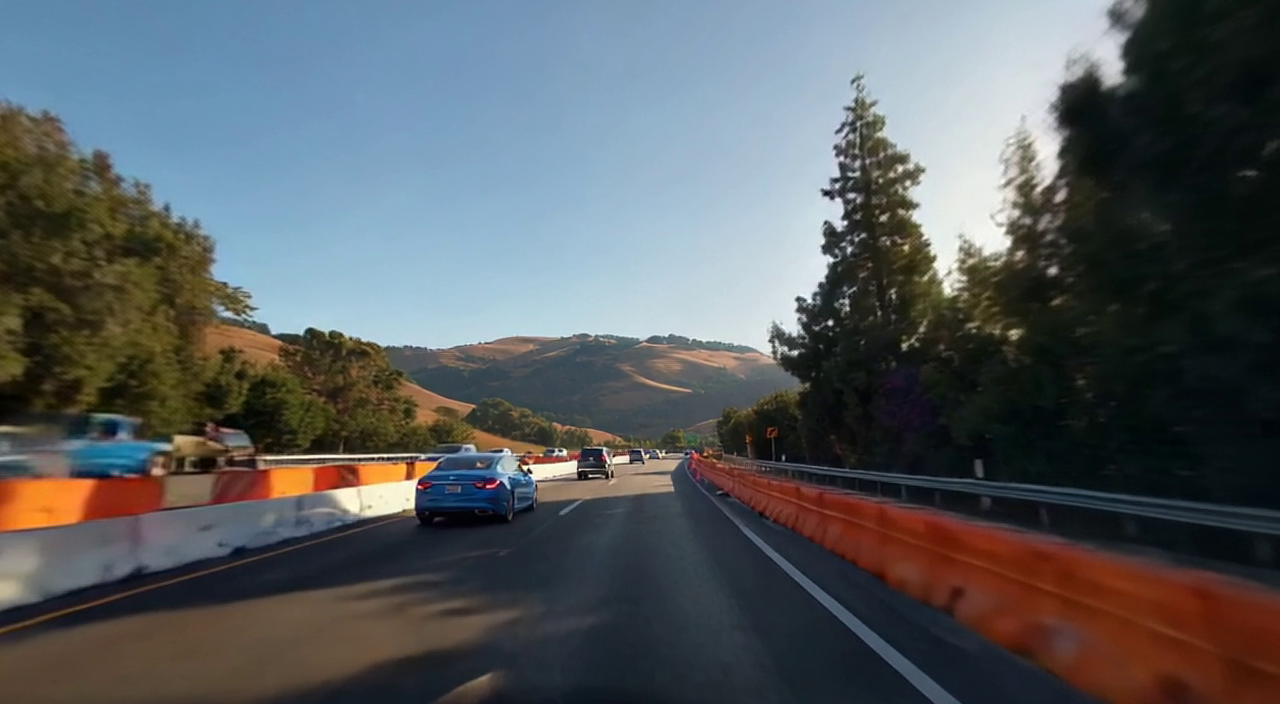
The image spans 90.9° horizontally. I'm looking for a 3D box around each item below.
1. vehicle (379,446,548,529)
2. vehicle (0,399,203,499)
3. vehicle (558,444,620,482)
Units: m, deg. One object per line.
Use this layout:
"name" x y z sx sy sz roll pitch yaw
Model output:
"vehicle" -3.161 2.514 12.256 2.061 1.330 3.928 0 -9 1
"vehicle" -17.012 2.966 19.374 2.367 2.544 6.211 -1 -9 3
"vehicle" -2.088 4.747 27.139 2.094 1.480 4.124 -1 -9 3
